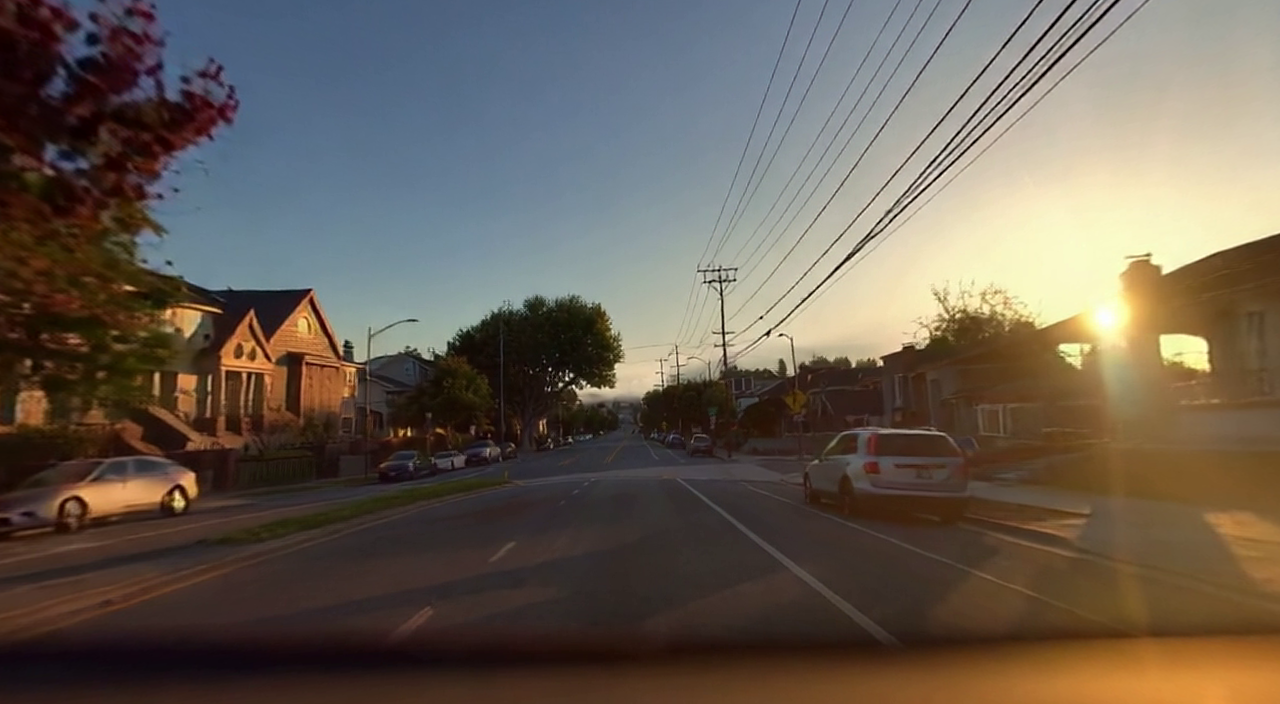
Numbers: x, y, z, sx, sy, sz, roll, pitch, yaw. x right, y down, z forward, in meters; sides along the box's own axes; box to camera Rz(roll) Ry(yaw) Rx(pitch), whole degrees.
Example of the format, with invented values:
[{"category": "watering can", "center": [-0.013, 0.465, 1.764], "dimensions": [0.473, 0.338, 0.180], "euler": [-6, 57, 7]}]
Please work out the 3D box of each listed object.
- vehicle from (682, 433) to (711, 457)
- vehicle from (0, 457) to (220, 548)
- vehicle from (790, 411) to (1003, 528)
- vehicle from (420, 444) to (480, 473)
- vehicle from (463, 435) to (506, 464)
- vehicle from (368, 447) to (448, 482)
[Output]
[{"category": "vehicle", "center": [4.252, 7.094, 48.176], "dimensions": [1.867, 1.680, 4.176], "euler": [0, -8, 0]}, {"category": "vehicle", "center": [-11.098, 2.975, 13.159], "dimensions": [1.778, 1.470, 4.217], "euler": [0, -8, 0]}, {"category": "vehicle", "center": [4.497, 2.128, 11.985], "dimensions": [2.126, 1.802, 4.259], "euler": [0, -8, -2]}, {"category": "vehicle", "center": [-11.161, 6.265, 37.460], "dimensions": [2.082, 1.540, 4.654], "euler": [0, -8, 0]}, {"category": "vehicle", "center": [-11.279, 7.124, 46.208], "dimensions": [2.056, 1.980, 4.763], "euler": [0, -8, -1]}, {"category": "vehicle", "center": [-11.213, 5.448, 30.959], "dimensions": [1.970, 1.523, 4.702], "euler": [-1, -8, 2]}]
